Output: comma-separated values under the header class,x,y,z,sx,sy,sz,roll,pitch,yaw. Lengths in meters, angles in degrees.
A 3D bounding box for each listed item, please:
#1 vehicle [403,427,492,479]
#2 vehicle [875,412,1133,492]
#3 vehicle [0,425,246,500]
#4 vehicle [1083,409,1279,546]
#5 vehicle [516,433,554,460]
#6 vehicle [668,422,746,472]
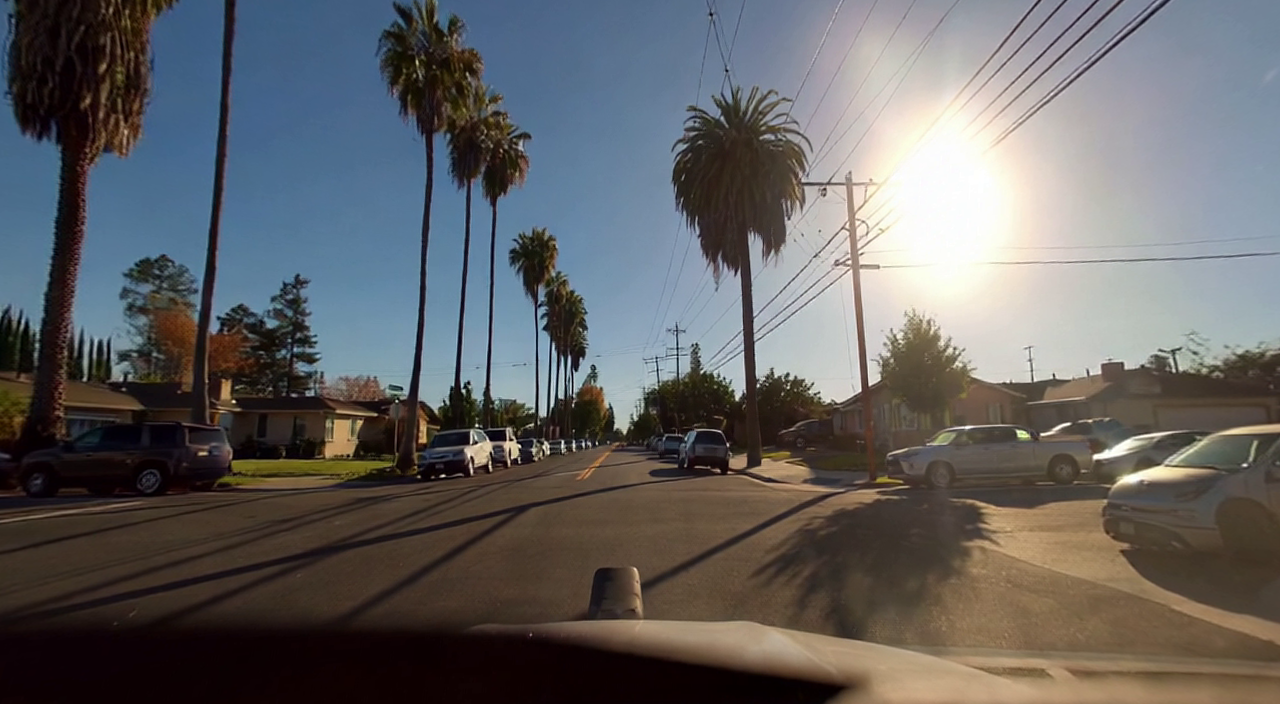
class,x,y,z,sx,sy,sz,roll,pitch,yaw
vehicle,-6.992,3.742,23.498,2.198,1.724,4.493,1,-9,-5
vehicle,10.278,2.865,18.209,5.971,1.967,2.385,-1,-9,-5
vehicle,-14.802,3.091,17.723,5.847,1.766,2.392,-2,-9,-3
vehicle,9.003,1.676,8.735,4.181,1.638,2.015,0,-9,-1
vehicle,-7.706,7.027,46.815,2.178,1.865,4.658,0,-9,-2
vehicle,2.698,4.092,27.252,2.505,1.895,5.805,0,-9,-2
